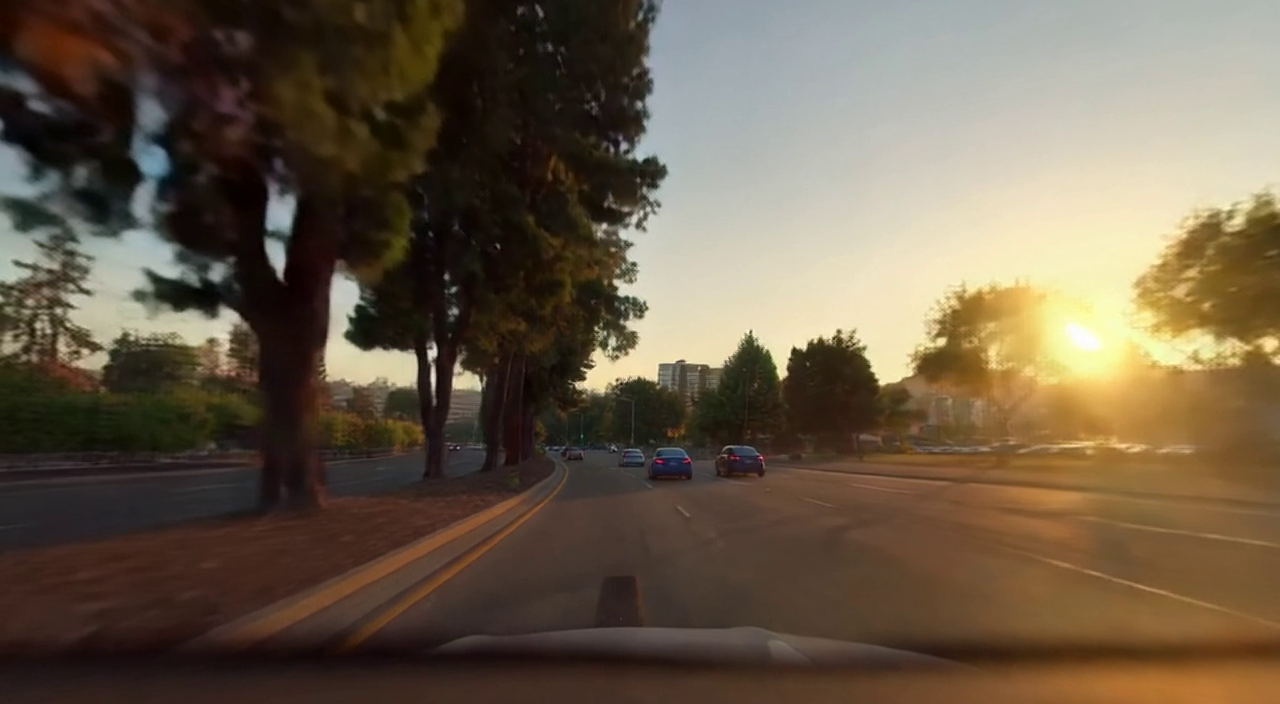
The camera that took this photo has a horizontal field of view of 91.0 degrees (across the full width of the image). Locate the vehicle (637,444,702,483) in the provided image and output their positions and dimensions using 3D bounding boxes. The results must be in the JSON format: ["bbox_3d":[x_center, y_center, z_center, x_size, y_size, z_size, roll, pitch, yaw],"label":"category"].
[{"bbox_3d":[1.133,4.590,26.090,2.077,1.464,4.134,1,-9,-6],"label":"vehicle"}]

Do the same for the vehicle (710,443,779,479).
[{"bbox_3d":[4.619,4.905,28.492,1.901,1.474,4.363,1,-9,-6],"label":"vehicle"}]
